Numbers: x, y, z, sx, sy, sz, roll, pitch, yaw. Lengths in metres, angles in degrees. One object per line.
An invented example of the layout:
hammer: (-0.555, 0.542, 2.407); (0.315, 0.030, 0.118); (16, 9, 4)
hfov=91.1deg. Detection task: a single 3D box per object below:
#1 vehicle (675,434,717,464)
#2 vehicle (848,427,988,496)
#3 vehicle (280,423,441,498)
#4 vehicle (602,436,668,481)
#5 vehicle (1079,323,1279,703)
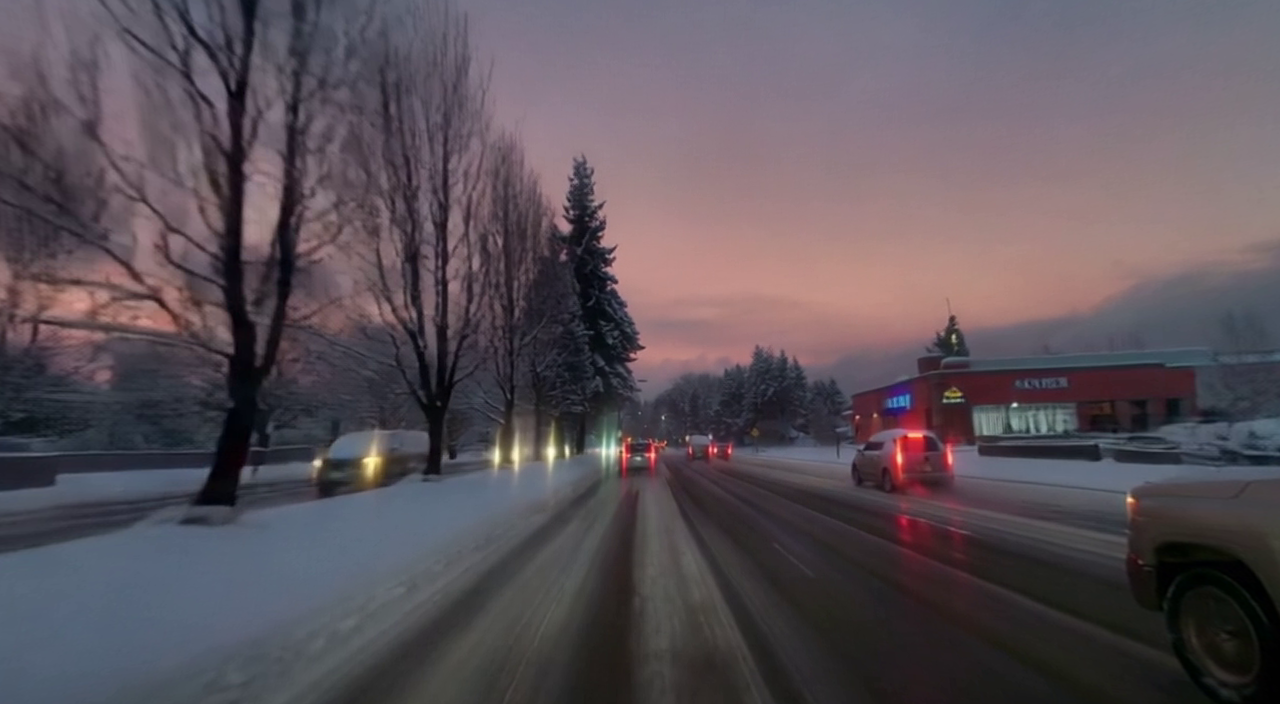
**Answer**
vehicle: (4.179, 7.400, 47.900); (2.716, 2.131, 5.766); (0, -8, 1)
vehicle: (7.912, 3.148, 18.418); (2.090, 1.768, 4.407); (0, -8, 1)
vehicle: (-8.189, 3.247, 19.189); (2.262, 1.920, 5.604); (0, -8, 1)
vehicle: (-0.138, 4.038, 24.062); (2.315, 1.563, 4.080); (0, -8, 1)
vehicle: (3.516, 0.600, 1.206); (2.090, 1.763, 4.560); (0, -8, 1)
